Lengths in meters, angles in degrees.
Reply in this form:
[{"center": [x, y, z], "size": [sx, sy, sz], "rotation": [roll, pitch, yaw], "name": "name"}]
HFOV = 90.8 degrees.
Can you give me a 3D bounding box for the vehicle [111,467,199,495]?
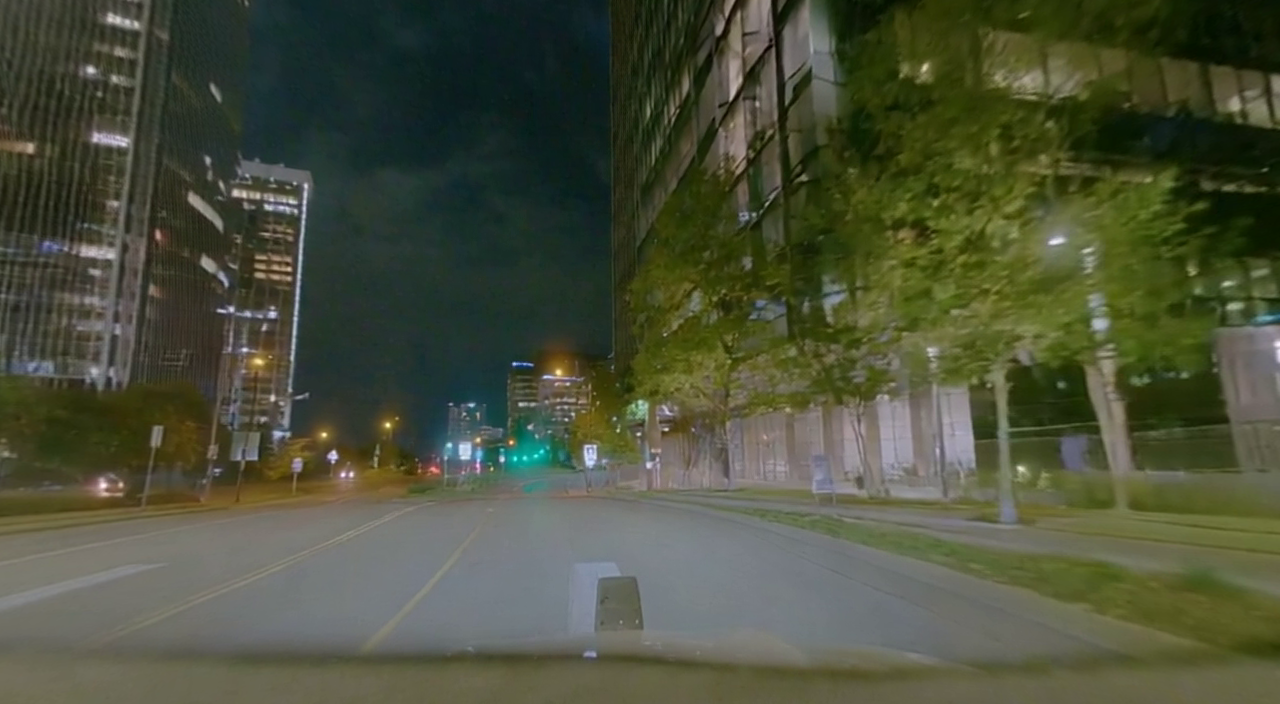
[{"center": [-33.525, 8.913, 43.694], "size": [4.473, 1.778, 2.125], "rotation": [-1, -9, 7], "name": "vehicle"}]
